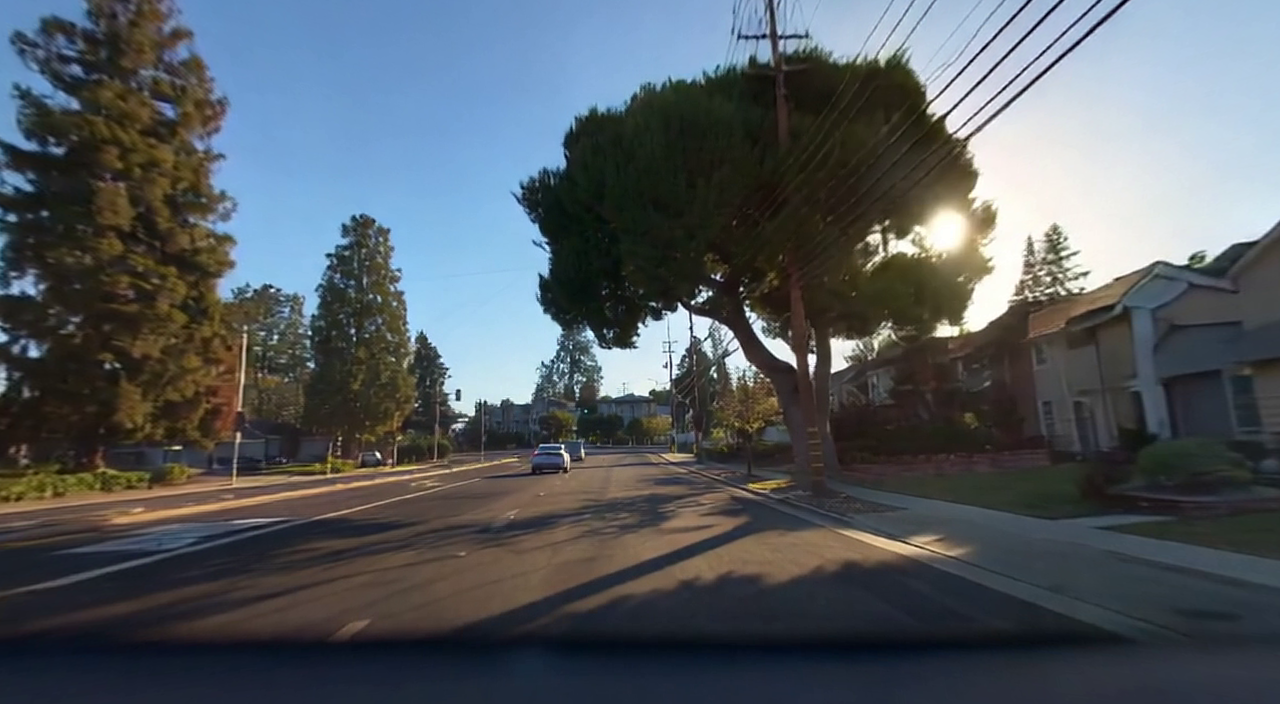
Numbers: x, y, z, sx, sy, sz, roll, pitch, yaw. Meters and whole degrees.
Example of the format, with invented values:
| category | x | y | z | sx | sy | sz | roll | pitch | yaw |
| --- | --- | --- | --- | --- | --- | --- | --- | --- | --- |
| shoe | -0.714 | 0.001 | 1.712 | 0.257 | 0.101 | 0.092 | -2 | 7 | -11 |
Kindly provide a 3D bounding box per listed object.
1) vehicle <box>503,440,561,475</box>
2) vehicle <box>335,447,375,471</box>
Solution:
| category | x | y | z | sx | sy | sz | roll | pitch | yaw |
| --- | --- | --- | --- | --- | --- | --- | --- | --- | --- |
| vehicle | -4.898 | 4.844 | 29.326 | 2.041 | 1.471 | 4.602 | 0 | -8 | -2 |
| vehicle | -21.673 | 8.050 | 47.893 | 2.223 | 1.673 | 4.608 | 5 | -10 | -30 |
